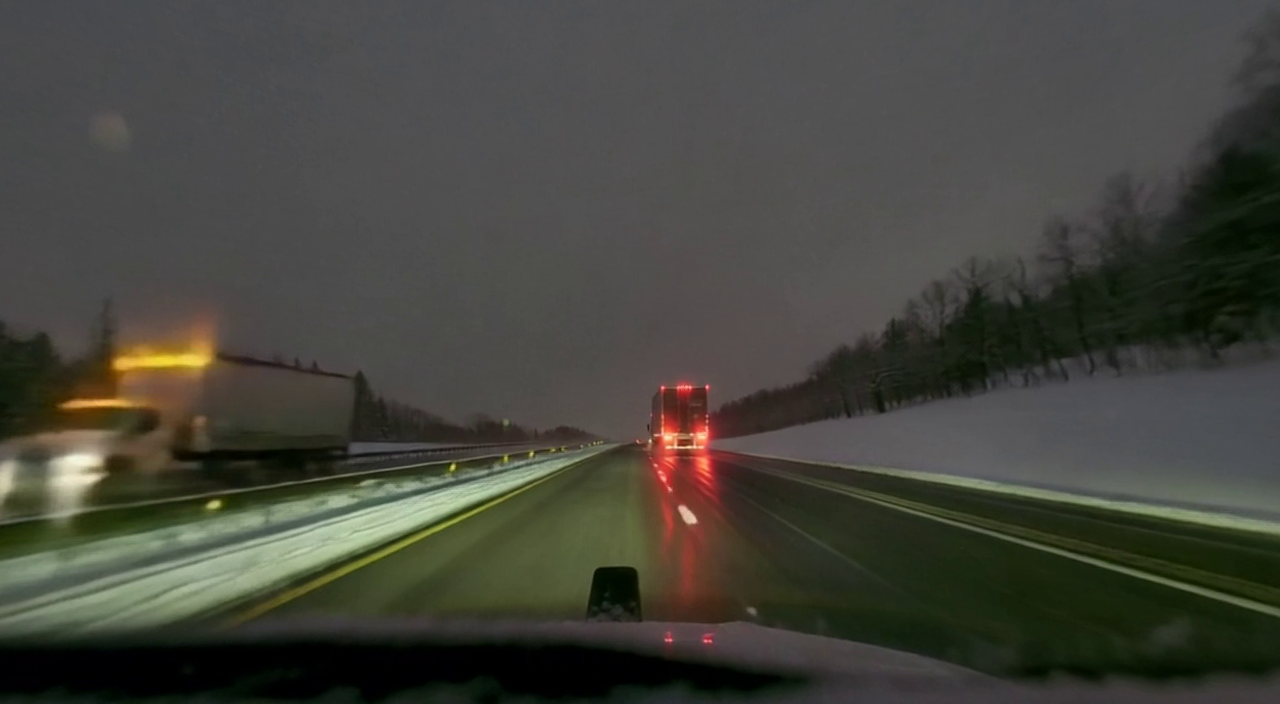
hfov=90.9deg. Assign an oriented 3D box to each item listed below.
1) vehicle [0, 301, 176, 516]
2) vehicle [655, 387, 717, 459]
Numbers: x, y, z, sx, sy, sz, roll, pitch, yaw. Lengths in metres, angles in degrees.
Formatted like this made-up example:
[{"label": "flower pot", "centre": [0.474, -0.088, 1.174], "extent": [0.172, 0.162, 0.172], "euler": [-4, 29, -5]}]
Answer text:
[{"label": "vehicle", "centre": [-14.446, 1.346, 14.221], "extent": [2.993, 4.321, 6.272], "euler": [0, -8, 0]}, {"label": "vehicle", "centre": [2.727, 4.885, 42.286], "extent": [2.924, 4.024, 13.639], "euler": [0, -8, -1]}]
